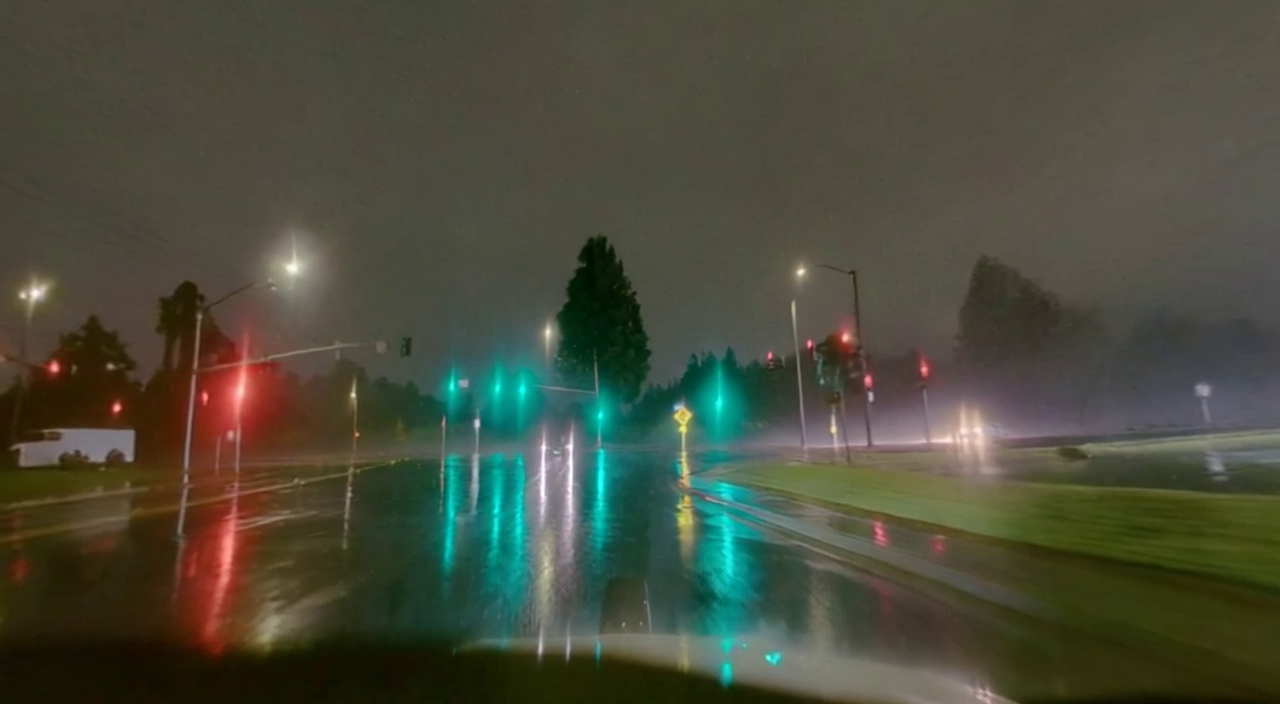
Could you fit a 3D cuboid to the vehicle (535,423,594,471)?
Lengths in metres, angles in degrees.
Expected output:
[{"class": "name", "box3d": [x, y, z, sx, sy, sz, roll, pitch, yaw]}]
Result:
[{"class": "vehicle", "box3d": [-3.355, 4.089, 27.142, 2.300, 1.868, 4.690, 1, -8, -9]}]

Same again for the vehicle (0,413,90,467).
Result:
[{"class": "vehicle", "box3d": [-30.244, 4.469, 31.844, 2.427, 2.514, 2.560, -6, -9, 24]}]
